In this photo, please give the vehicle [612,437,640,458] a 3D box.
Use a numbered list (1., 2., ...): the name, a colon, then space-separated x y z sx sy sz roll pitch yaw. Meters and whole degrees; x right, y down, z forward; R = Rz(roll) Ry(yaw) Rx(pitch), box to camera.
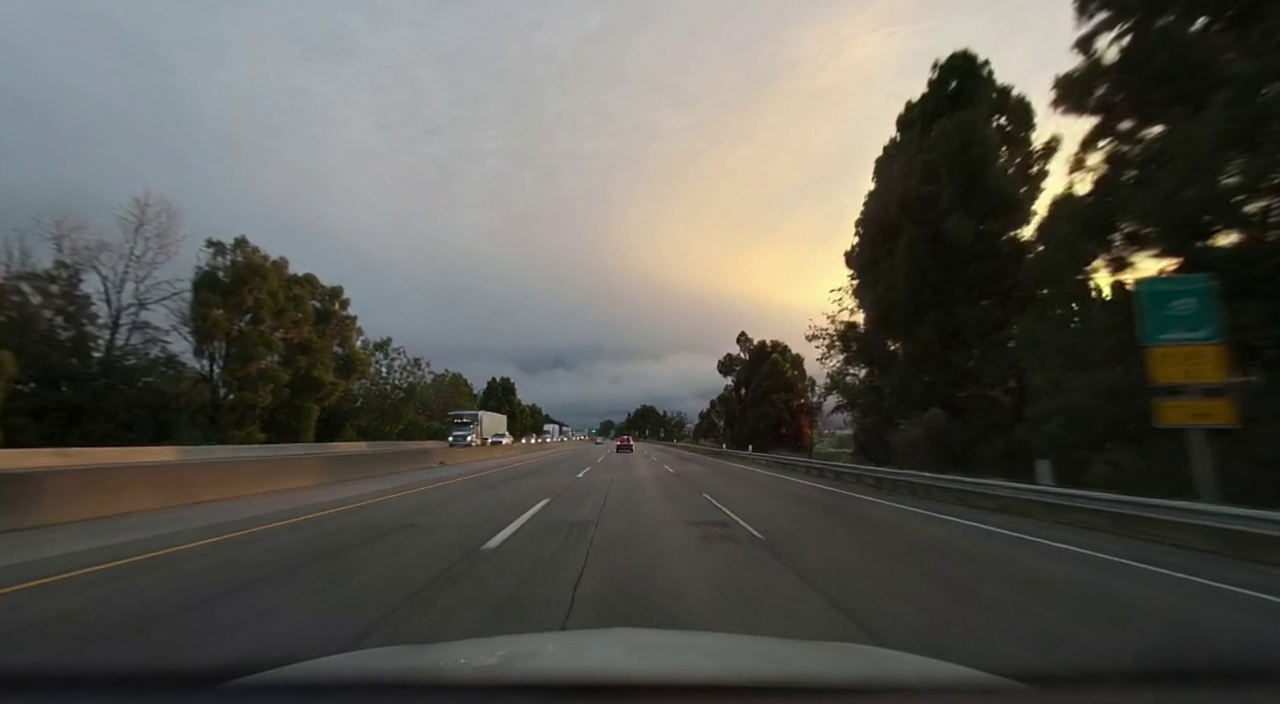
1. vehicle: -1.089 7.472 49.436 2.099 1.504 3.843 0 -8 -2
